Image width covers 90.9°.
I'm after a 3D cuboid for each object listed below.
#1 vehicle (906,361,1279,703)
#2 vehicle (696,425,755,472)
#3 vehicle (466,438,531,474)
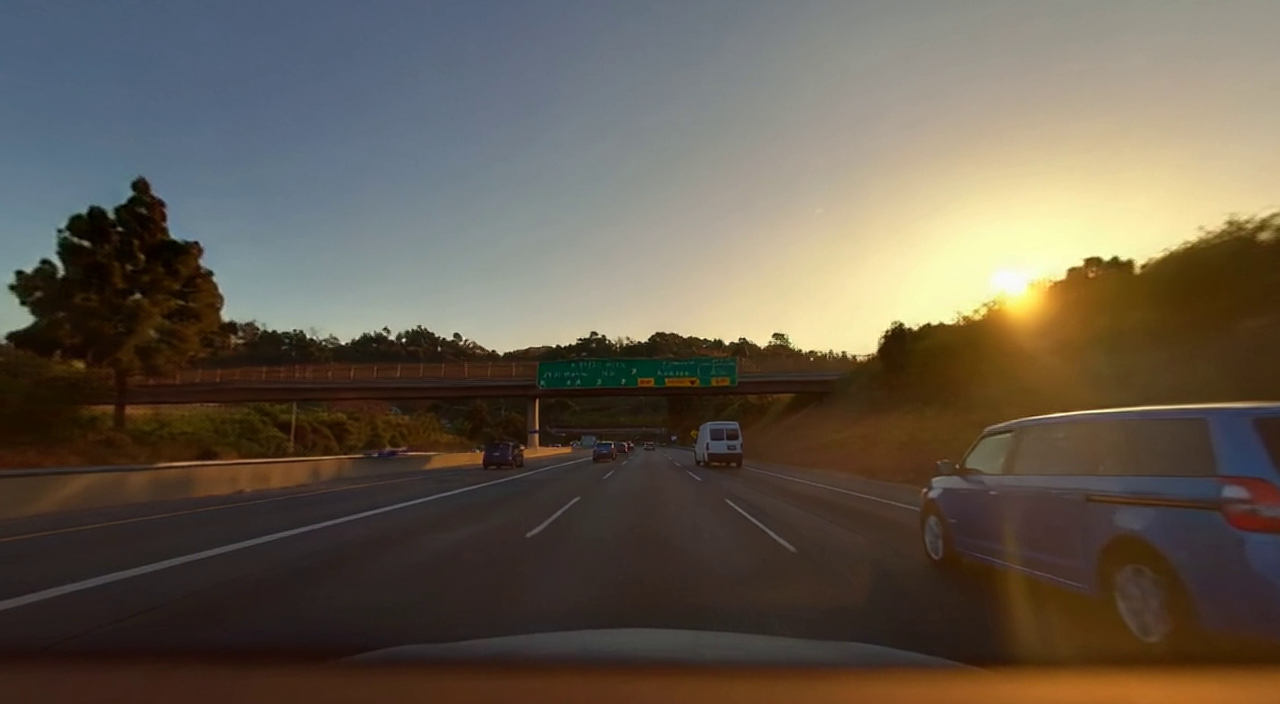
[{"bbox_3d":[4.026,1.159,4.730,2.100,1.690,4.536,0,-8,1],"label":"vehicle"},{"bbox_3d":[4.378,5.092,33.320,2.347,2.234,5.352,0,-8,0],"label":"vehicle"},{"bbox_3d":[-7.060,5.239,31.989,2.068,1.632,4.623,-1,-8,2],"label":"vehicle"}]
